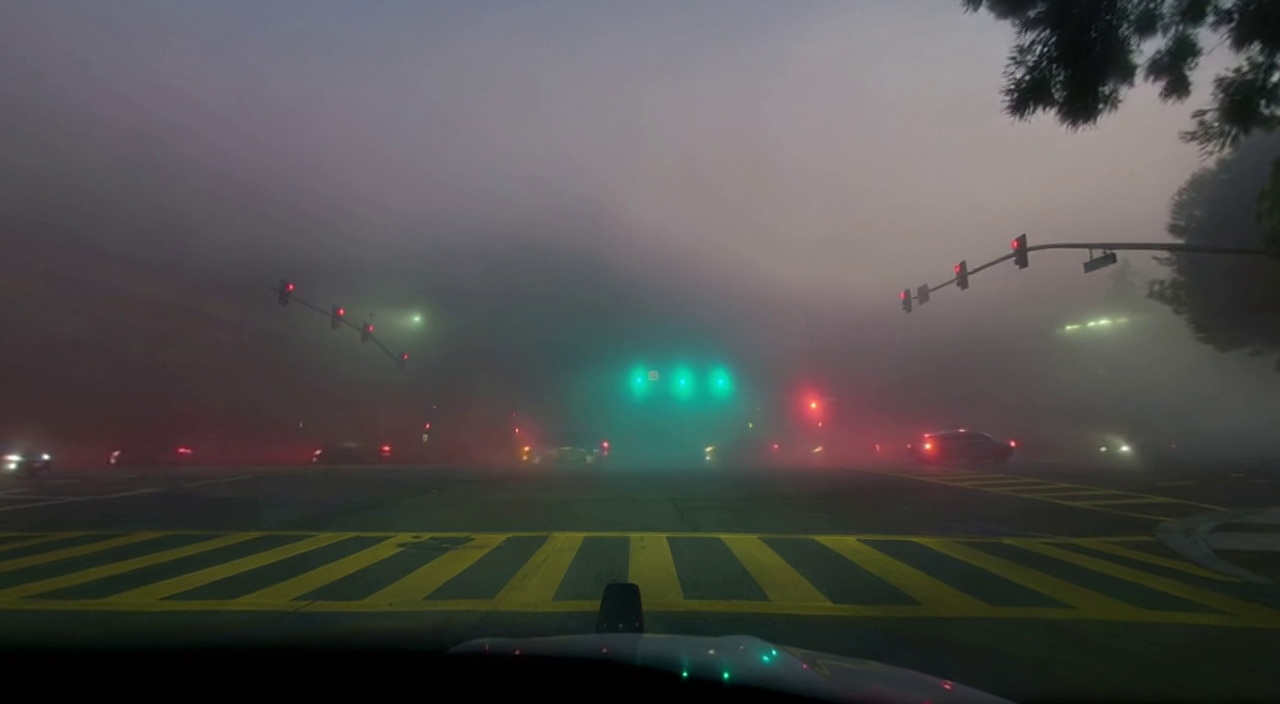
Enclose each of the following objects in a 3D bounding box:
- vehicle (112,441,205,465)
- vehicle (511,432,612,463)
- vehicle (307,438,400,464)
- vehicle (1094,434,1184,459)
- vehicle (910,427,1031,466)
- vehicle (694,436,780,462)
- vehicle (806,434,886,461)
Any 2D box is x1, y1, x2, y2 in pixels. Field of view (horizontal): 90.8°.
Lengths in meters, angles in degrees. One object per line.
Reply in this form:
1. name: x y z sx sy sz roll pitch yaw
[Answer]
1. vehicle: -30.753 6.454 40.411 4.443 1.472 1.794 0 -9 -1
2. vehicle: -4.901 6.085 40.230 6.133 1.833 2.155 -1 -9 2
3. vehicle: -16.670 5.783 36.889 4.519 1.476 1.767 0 -9 0
4. vehicle: 31.778 6.048 40.270 4.100 1.509 1.853 0 -9 0
5. vehicle: 15.869 4.554 30.535 4.662 1.764 2.064 0 -9 -3
6. vehicle: 5.648 5.719 37.198 4.724 1.452 1.870 0 -9 1
7. vehicle: 13.227 6.168 40.823 4.488 1.667 1.869 0 -9 1
